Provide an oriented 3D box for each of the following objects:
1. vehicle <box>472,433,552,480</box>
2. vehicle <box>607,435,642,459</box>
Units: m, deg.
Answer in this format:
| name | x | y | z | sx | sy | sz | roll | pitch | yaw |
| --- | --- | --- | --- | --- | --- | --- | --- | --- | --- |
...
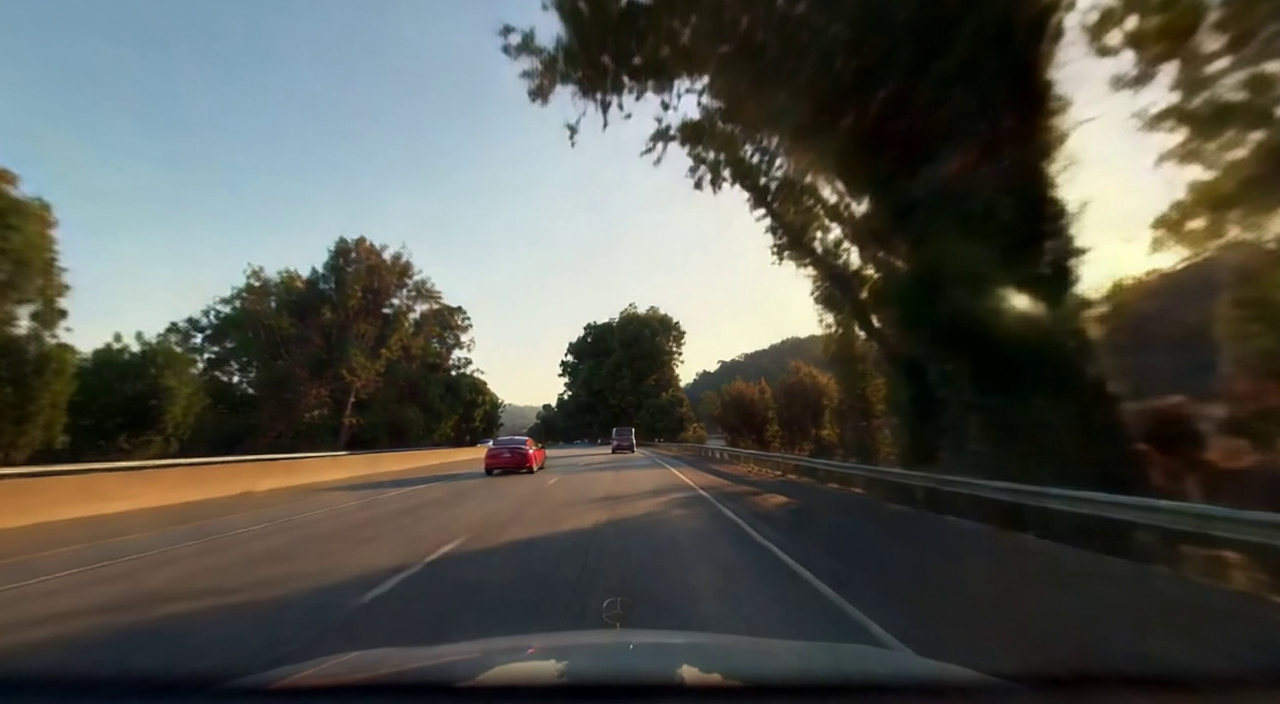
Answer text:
| name | x | y | z | sx | sy | sz | roll | pitch | yaw |
| --- | --- | --- | --- | --- | --- | --- | --- | --- | --- |
| vehicle | -4.274 | 3.534 | 21.650 | 1.907 | 1.445 | 4.049 | 0 | -8 | 0 |
| vehicle | -0.972 | 6.154 | 41.098 | 2.162 | 1.460 | 4.242 | 0 | -8 | 0 |
